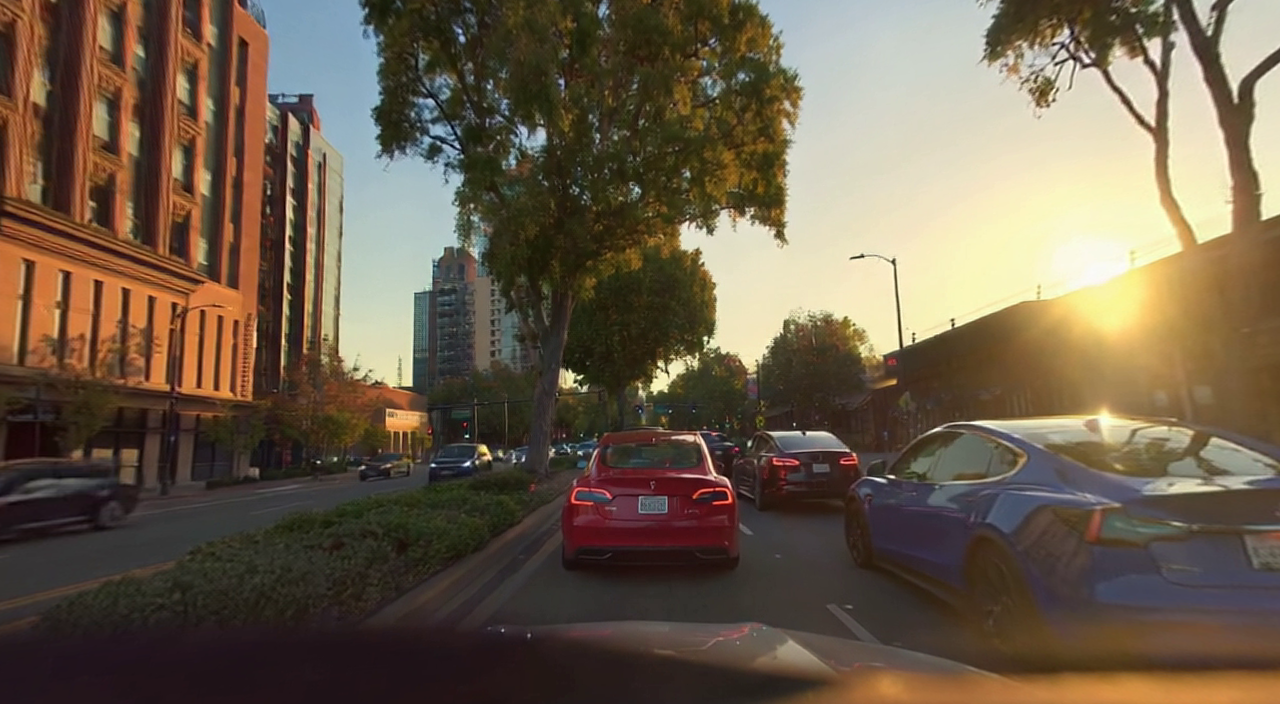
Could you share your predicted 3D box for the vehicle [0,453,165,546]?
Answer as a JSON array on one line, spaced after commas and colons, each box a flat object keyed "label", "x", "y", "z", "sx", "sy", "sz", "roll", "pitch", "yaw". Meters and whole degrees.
[{"label": "vehicle", "x": -11.657, "y": 2.700, "z": 11.942, "sx": 1.917, "sy": 1.506, "sz": 4.280, "roll": 0, "pitch": -8, "yaw": 1}]

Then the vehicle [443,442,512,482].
[{"label": "vehicle", "x": -7.450, "y": 5.070, "z": 29.326, "sx": 1.968, "sy": 1.682, "sz": 4.213, "roll": 0, "pitch": -8, "yaw": 1}]

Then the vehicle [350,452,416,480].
[{"label": "vehicle", "x": -14.780, "y": 6.575, "z": 36.527, "sx": 1.999, "sy": 1.462, "sz": 4.200, "roll": 0, "pitch": -8, "yaw": 1}]

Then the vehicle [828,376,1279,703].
[{"label": "vehicle", "x": 3.209, "y": 1.251, "z": 4.996, "sx": 2.038, "sy": 1.651, "sz": 4.455, "roll": 0, "pitch": -8, "yaw": 0}]

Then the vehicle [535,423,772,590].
[{"label": "vehicle", "x": 0.131, "y": 1.685, "z": 7.725, "sx": 2.137, "sy": 1.488, "sz": 3.938, "roll": 0, "pitch": -8, "yaw": 0}]
